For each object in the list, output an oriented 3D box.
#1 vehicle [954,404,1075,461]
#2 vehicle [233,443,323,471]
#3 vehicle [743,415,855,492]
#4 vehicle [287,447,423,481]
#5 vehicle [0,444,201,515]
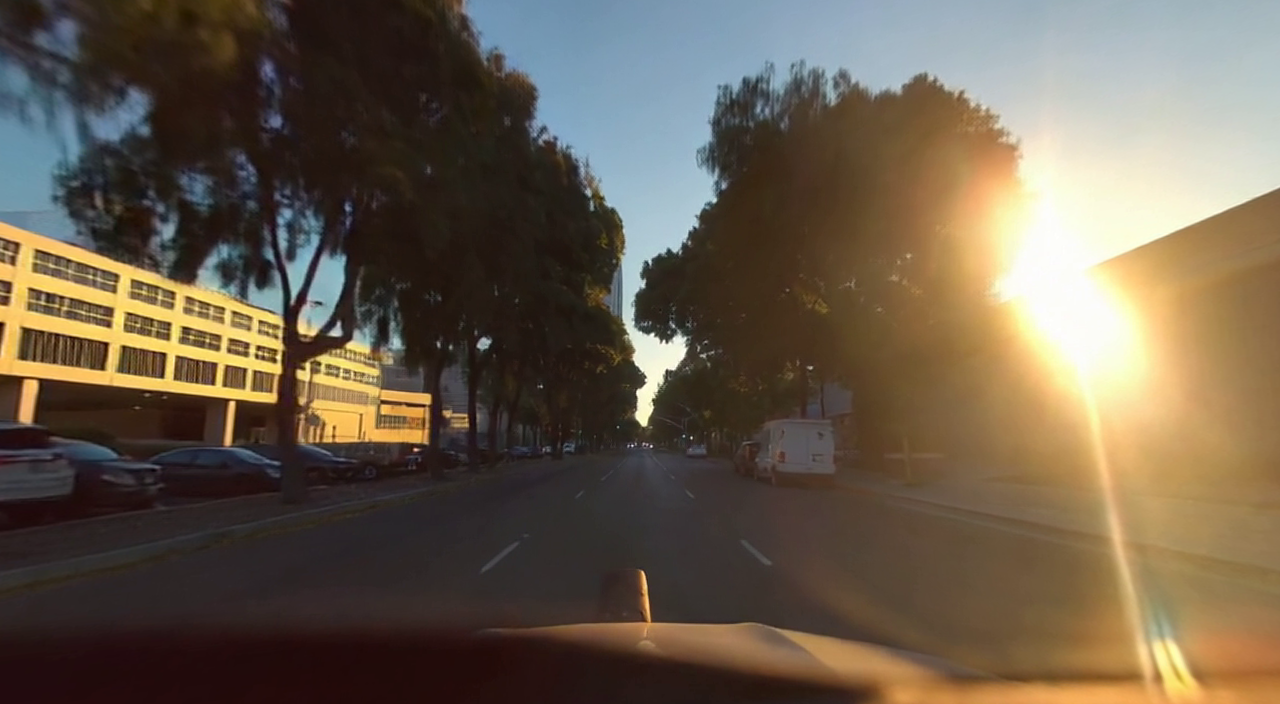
[{"bbox_3d":[19.054,4.221,32.576,2.341,2.648,6.024,1,-8,-2],"label":"vehicle"},{"bbox_3d":[-25.659,7.445,45.001,2.252,1.804,5.454,-2,-9,15],"label":"vehicle"},{"bbox_3d":[5.787,3.832,24.049,2.596,2.509,6.178,0,-9,0],"label":"vehicle"},{"bbox_3d":[-13.069,5.149,29.174,5.269,1.491,2.133,-1,-9,2],"label":"vehicle"},{"bbox_3d":[-13.188,2.882,14.514,4.626,1.489,2.042,0,-9,1],"label":"vehicle"}]
